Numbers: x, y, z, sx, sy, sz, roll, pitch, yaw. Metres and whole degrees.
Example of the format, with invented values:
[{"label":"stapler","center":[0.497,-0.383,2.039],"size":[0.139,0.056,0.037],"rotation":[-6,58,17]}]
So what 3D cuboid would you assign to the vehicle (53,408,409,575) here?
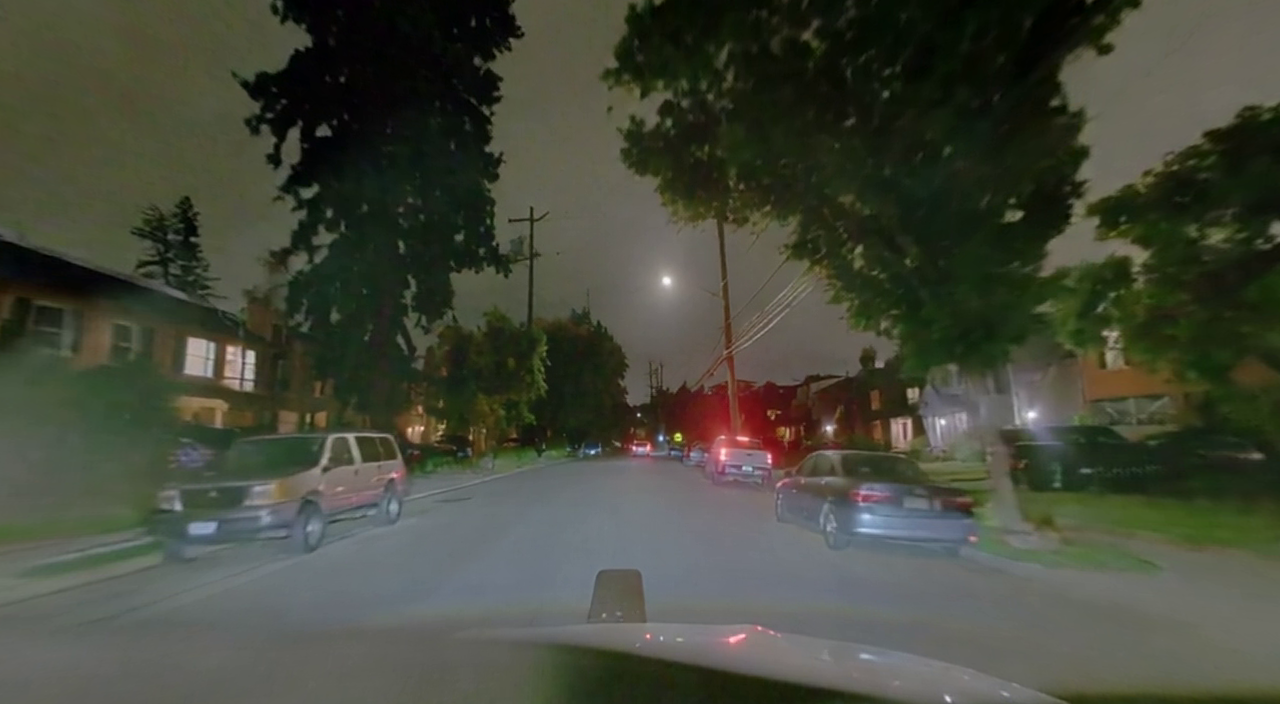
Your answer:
[{"label":"vehicle","center":[-5.088,1.789,8.809],"size":[2.103,1.731,4.197],"rotation":[0,-9,0]}]

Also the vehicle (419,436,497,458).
[{"label":"vehicle","center":[-12.665,6.662,44.260],"size":[4.792,1.521,2.077],"rotation":[0,-8,1]}]

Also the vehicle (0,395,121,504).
[{"label":"vehicle","center":[-12.934,1.671,11.436],"size":[5.040,1.756,2.315],"rotation":[2,-8,3]}]

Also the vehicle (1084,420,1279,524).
[{"label":"vehicle","center":[10.799,2.005,10.802],"size":[4.739,1.576,2.086],"rotation":[0,-9,3]}]

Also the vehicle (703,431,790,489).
[{"label":"vehicle","center":[3.666,3.818,22.738],"size":[2.280,1.820,5.001],"rotation":[0,-8,0]}]

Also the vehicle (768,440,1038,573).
[{"label":"vehicle","center":[3.471,2.119,9.644],"size":[2.008,1.482,4.891],"rotation":[0,-8,0]}]
